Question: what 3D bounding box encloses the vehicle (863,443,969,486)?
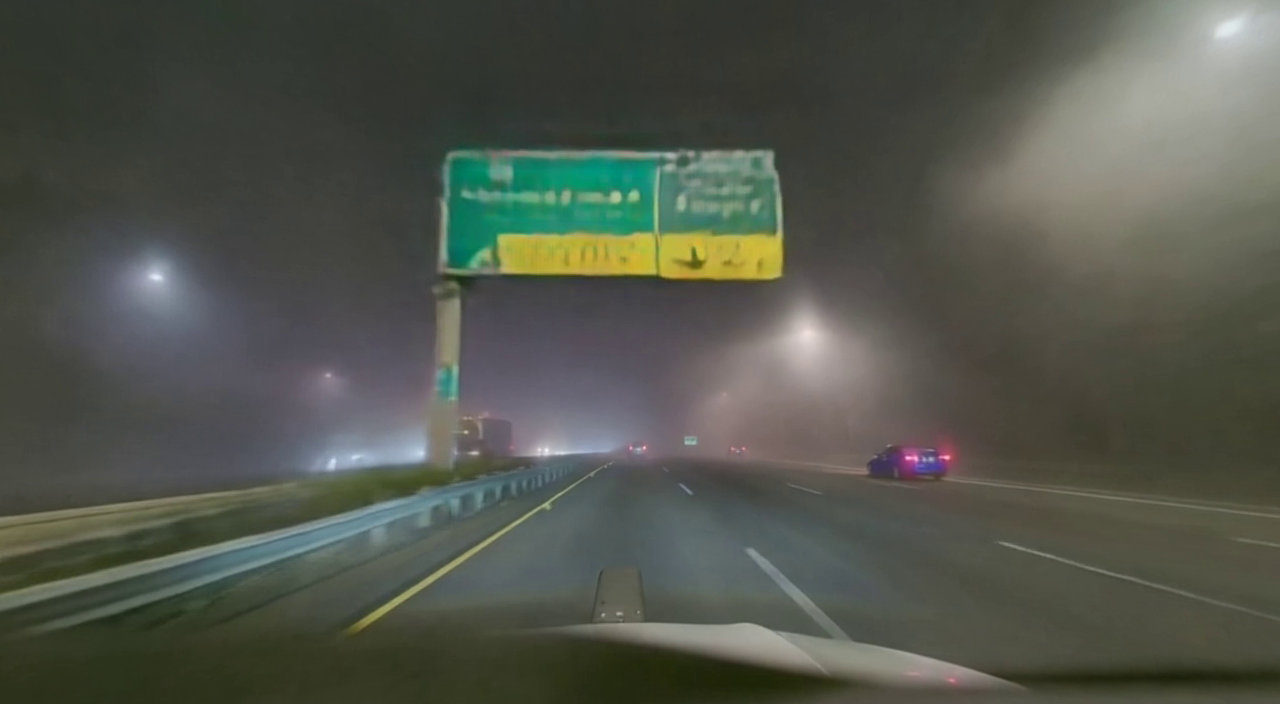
[{"bbox_3d":[10.679,4.350,24.867,2.024,1.481,4.747,1,-8,0],"label":"vehicle"}]
